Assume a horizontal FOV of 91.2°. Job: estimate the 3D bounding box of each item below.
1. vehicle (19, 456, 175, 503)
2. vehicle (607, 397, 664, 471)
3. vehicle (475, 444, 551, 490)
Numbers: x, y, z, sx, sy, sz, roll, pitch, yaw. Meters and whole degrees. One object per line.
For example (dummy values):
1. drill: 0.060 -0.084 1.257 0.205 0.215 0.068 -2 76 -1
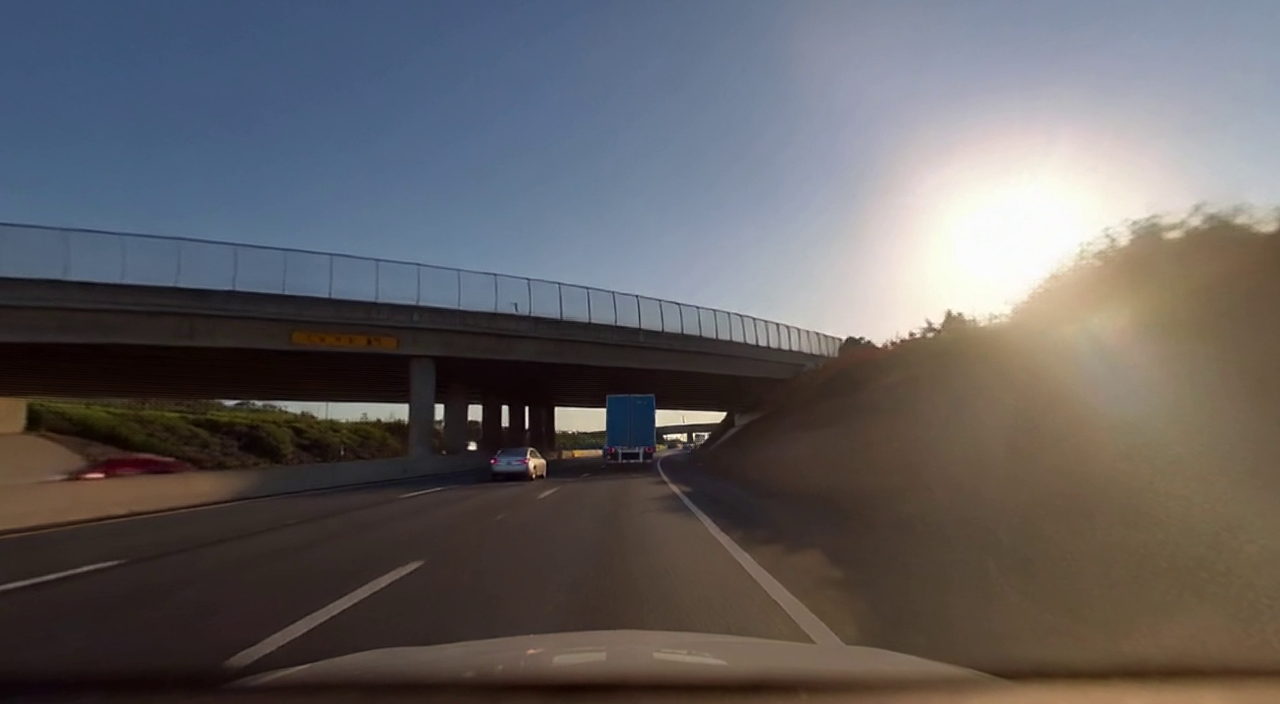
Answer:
1. vehicle: -21.519 5.028 25.163 1.933 1.646 4.718 -1 -9 1
2. vehicle: -0.224 5.363 40.017 3.123 4.094 10.812 0 -9 0
3. vehicle: -4.474 4.099 22.614 1.895 1.500 3.808 0 -9 1
